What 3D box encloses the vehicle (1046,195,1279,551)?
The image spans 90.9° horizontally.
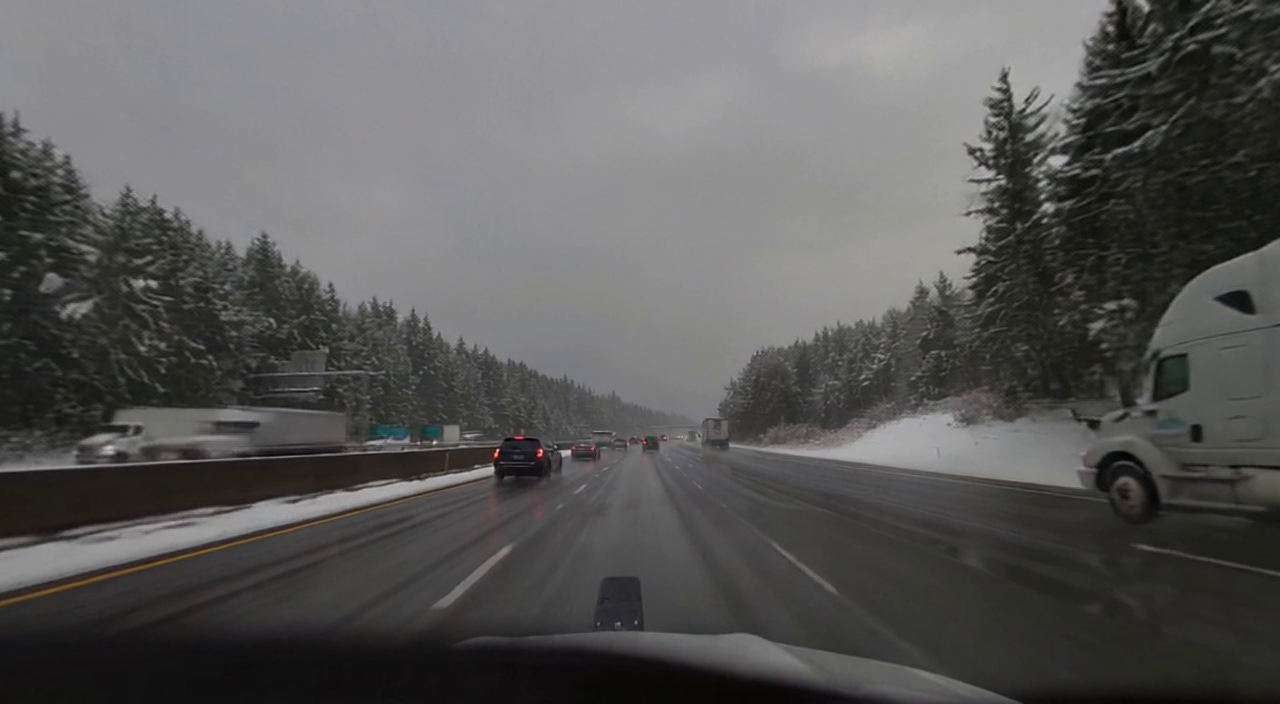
[{"bbox_3d":[8.704,0.349,7.939,3.005,3.976,5.847,0,-8,-1],"label":"vehicle"}]

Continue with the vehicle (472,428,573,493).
[{"bbox_3d":[-3.189,3.015,18.023,2.137,1.618,4.209,0,-8,-1],"label":"vehicle"}]

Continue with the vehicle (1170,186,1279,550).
[{"bbox_3d":[8.912,-0.592,1.402,2.866,4.100,14.057,0,-8,-2],"label":"vehicle"}]

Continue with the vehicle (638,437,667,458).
[{"bbox_3d":[0.900,6.923,45.913,2.004,1.465,3.842,0,-8,0],"label":"vehicle"}]

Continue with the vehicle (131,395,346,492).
[{"bbox_3d":[-11.649,2.731,19.146,2.357,2.442,6.242,0,-8,0],"label":"vehicle"}]

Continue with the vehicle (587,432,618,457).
[{"bbox_3d":[-2.861,7.176,49.036,2.064,1.826,4.263,0,-8,1],"label":"vehicle"}]
